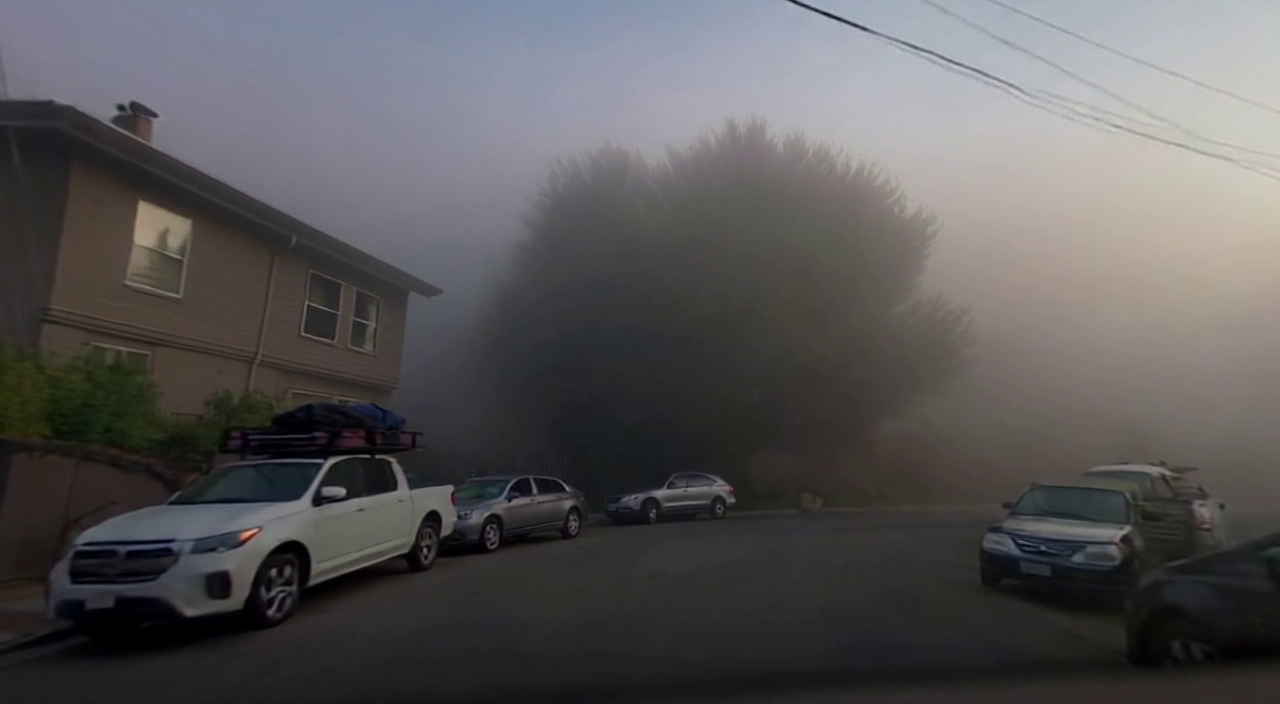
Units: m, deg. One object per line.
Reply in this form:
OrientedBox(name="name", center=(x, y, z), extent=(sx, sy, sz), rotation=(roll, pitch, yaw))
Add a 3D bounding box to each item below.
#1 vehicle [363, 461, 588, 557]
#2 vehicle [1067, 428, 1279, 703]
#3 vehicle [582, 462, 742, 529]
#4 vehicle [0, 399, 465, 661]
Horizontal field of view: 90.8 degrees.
OrientedBox(name="vehicle", center=(-2.918, 2.987, 12.477), extent=(1.943, 1.475, 4.701), rotation=(-6, -12, 19))
OrientedBox(name="vehicle", center=(3.668, 0.902, 1.540), extent=(1.910, 1.477, 4.569), rotation=(0, -9, -2))
OrientedBox(name="vehicle", center=(0.704, 3.992, 18.076), extent=(4.217, 1.547, 2.082), rotation=(7, -11, -39))
OrientedBox(name="vehicle", center=(-3.896, 1.759, 6.926), extent=(2.247, 1.702, 5.043), rotation=(-4, -12, 4))
